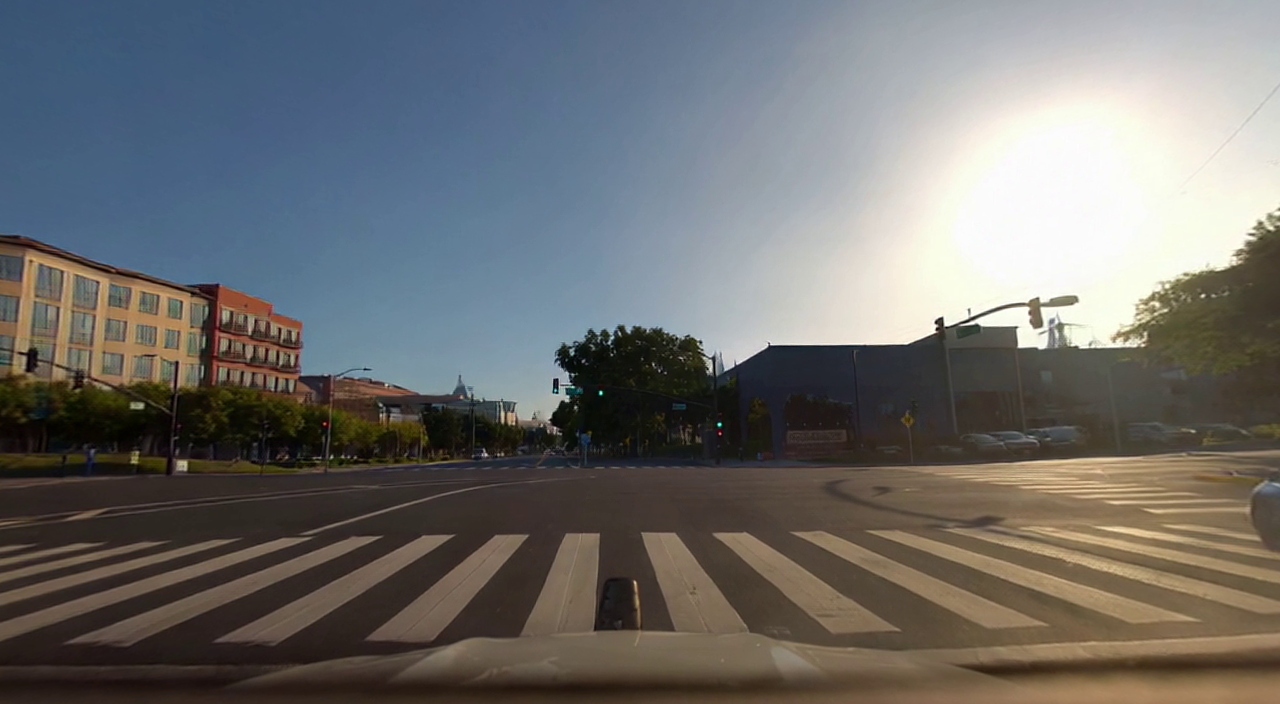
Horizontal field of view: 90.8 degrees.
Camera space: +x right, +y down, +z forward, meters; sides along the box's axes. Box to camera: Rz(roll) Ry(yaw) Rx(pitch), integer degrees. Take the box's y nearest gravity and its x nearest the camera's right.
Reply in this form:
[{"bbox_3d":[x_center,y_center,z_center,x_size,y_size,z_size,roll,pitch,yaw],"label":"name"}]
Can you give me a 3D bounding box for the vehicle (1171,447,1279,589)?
[{"bbox_3d":[7.347,1.533,5.358,1.935,1.421,4.716,-1,-8,6],"label":"vehicle"}]
